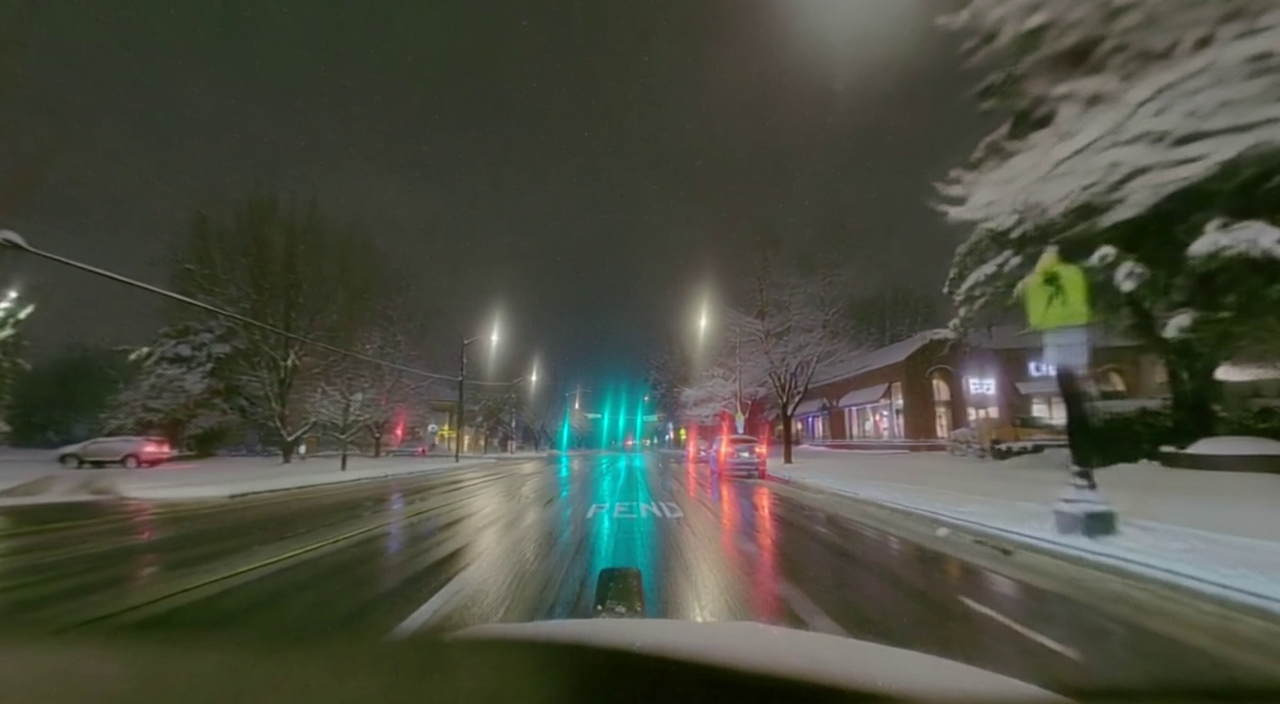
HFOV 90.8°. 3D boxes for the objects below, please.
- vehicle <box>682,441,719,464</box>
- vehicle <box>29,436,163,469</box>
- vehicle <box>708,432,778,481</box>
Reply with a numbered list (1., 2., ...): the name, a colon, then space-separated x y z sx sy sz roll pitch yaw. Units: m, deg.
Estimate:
1. vehicle: 4.055 6.858 43.102 1.856 1.462 4.501 1 -8 -3
2. vehicle: -26.091 4.845 30.488 4.402 1.449 1.880 3 -6 -17
3. vehicle: 4.022 4.181 25.528 1.957 1.753 4.413 1 -8 -2
